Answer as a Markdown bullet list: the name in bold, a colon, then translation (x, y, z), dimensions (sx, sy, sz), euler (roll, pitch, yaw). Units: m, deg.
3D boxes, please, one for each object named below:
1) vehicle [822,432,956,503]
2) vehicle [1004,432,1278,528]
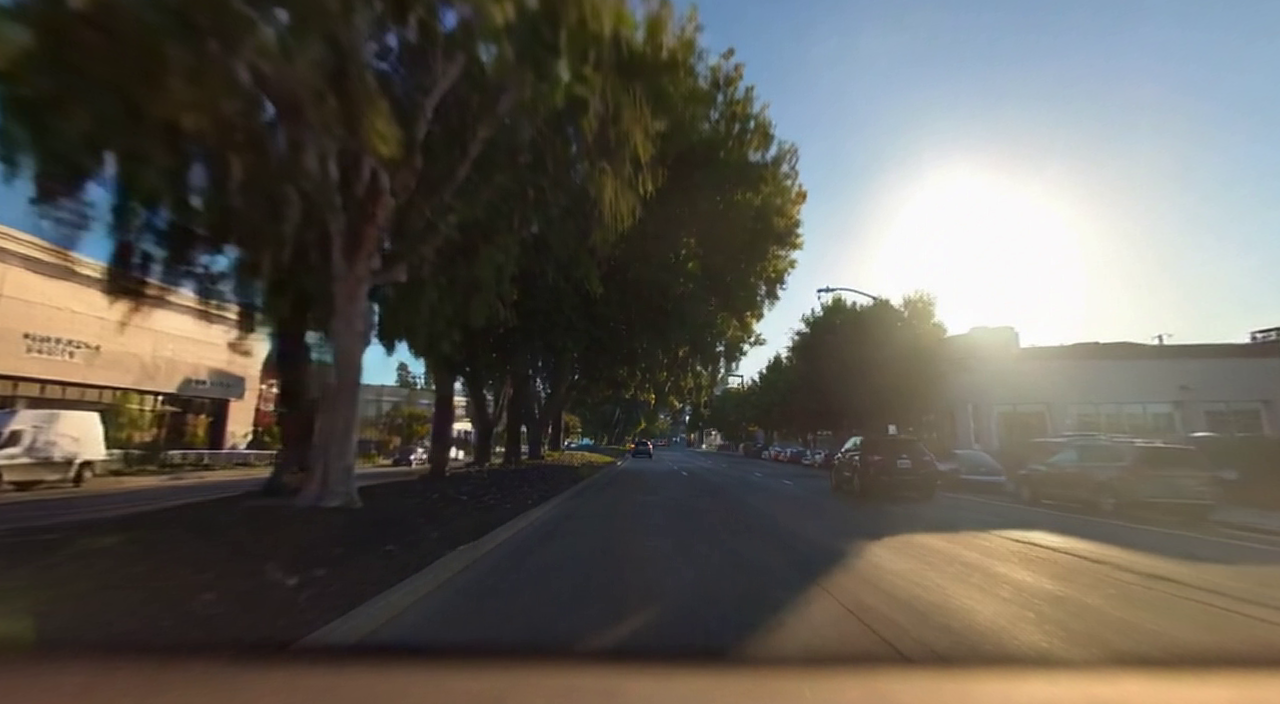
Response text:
- **vehicle**: translation (6.492, 3.038, 16.963), dimensions (2.072, 1.669, 3.836), euler (0, -8, 1)
- **vehicle**: translation (10.687, 2.719, 14.129), dimensions (2.244, 1.754, 4.791), euler (0, -8, 1)
